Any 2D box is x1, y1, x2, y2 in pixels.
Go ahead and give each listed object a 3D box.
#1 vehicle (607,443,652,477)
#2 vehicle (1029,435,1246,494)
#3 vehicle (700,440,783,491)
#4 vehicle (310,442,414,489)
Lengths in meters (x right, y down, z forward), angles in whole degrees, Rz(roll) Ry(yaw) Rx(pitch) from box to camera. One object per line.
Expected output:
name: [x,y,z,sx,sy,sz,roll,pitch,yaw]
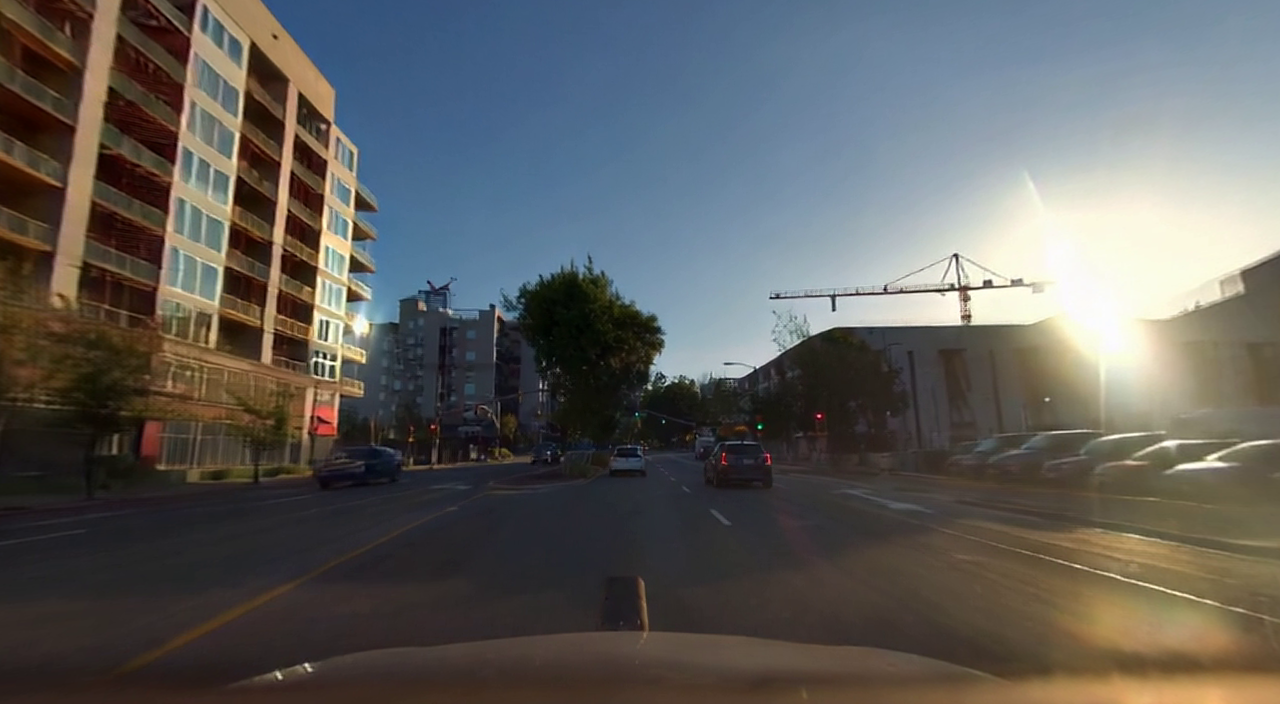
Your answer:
vehicle: [-0.494,5.068,29.783,2.006,1.487,3.535,0,-9,-1]
vehicle: [13.423,3.056,17.276,4.256,1.469,1.869,-1,-9,2]
vehicle: [3.202,3.663,20.705,1.910,1.474,4.003,0,-9,-2]
vehicle: [-10.759,4.412,24.874,1.973,1.646,4.427,-1,-9,2]
